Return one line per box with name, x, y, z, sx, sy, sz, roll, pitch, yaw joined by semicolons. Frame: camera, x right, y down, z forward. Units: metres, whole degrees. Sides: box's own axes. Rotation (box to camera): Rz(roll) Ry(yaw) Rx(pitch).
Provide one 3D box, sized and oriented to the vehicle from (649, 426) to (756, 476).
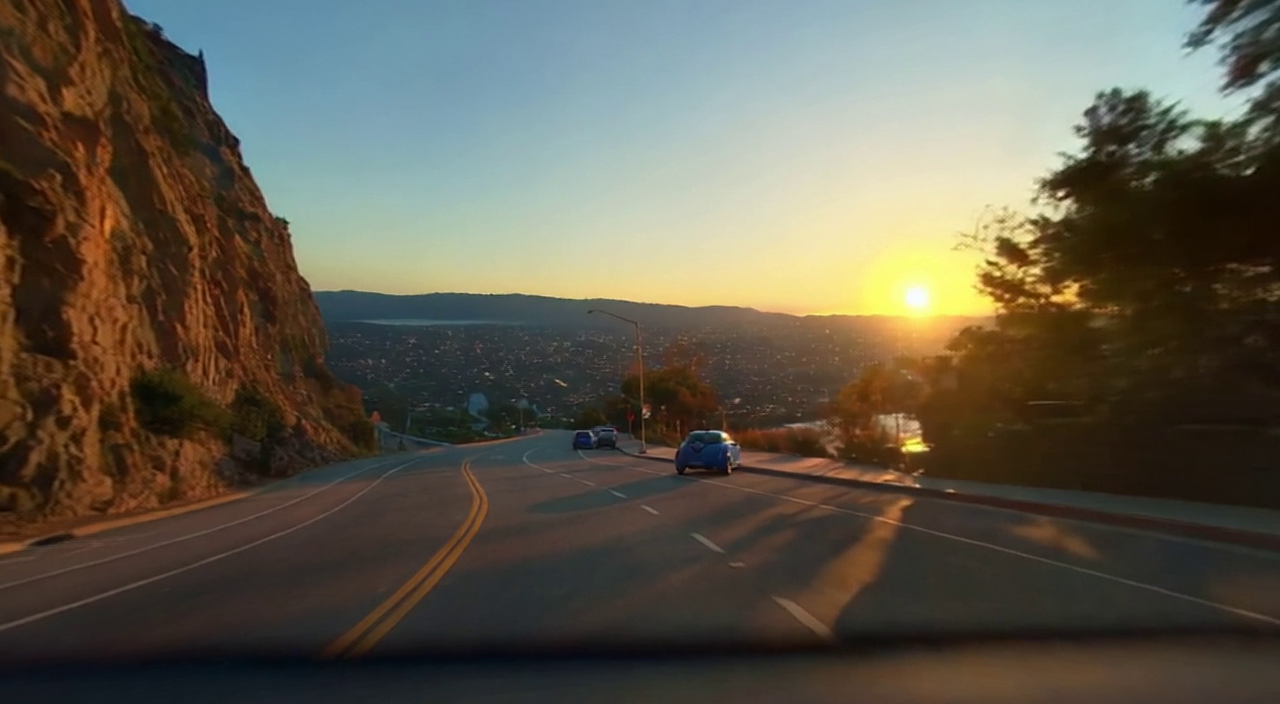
vehicle;2.452;3.693;23.682;2.064;1.667;4.453;-6;-10;34
